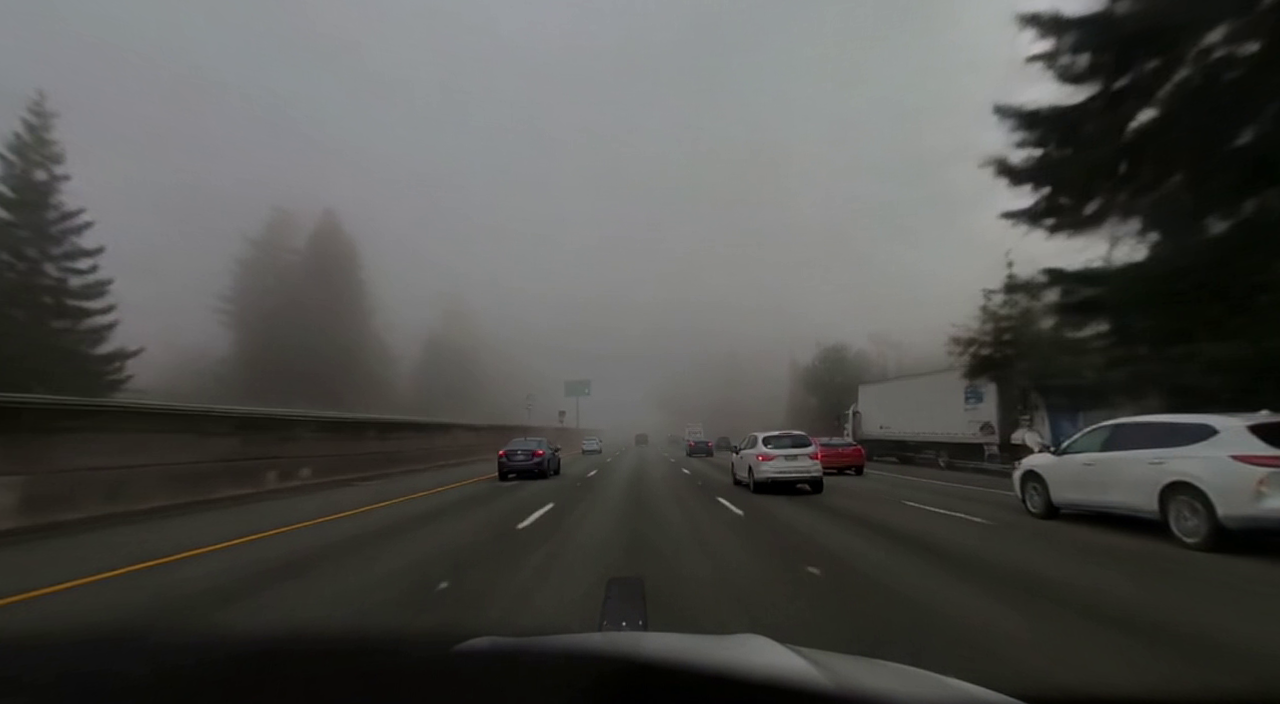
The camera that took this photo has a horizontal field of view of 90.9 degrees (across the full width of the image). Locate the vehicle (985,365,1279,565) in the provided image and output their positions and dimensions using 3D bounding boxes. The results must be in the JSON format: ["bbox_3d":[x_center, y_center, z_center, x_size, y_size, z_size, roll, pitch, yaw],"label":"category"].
[{"bbox_3d":[7.502,1.469,8.661,2.291,1.968,5.662,0,-8,0],"label":"vehicle"}]

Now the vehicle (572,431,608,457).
[{"bbox_3d":[-3.361,6.285,43.038,2.020,1.628,4.248,0,-8,1],"label":"vehicle"}]

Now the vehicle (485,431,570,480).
[{"bbox_3d":[-3.591,3.404,20.986,1.978,1.473,4.073,0,-8,1],"label":"vehicle"}]

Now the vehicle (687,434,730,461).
[{"bbox_3d":[3.879,5.494,36.440,1.953,1.480,4.053,0,-8,-1],"label":"vehicle"}]

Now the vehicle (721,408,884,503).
[{"bbox_3d":[3.667,2.512,15.680,2.517,1.935,5.552,0,-8,-1],"label":"vehicle"}]
